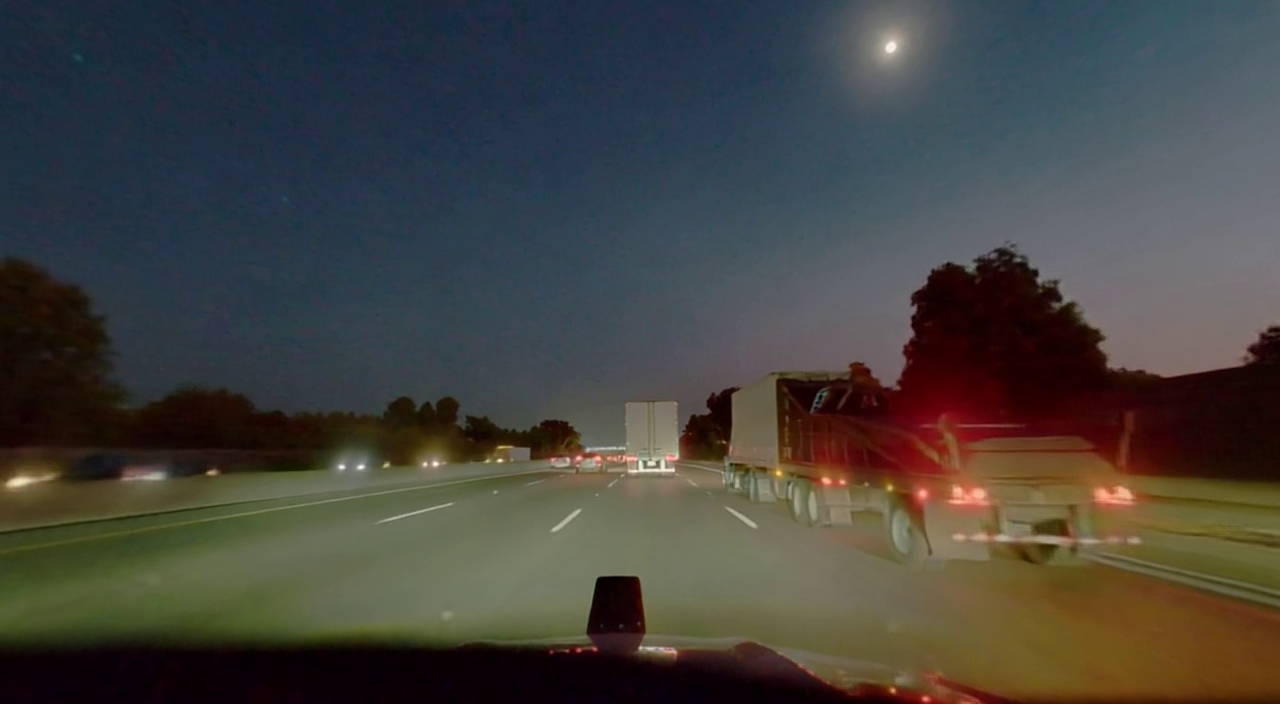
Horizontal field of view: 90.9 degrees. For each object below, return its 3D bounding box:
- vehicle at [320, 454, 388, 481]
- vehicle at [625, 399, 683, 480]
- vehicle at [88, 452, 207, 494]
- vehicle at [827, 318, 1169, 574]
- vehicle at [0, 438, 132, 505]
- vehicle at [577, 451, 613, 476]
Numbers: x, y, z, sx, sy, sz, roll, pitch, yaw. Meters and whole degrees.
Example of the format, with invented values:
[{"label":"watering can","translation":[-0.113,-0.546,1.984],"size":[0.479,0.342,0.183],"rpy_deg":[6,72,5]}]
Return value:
[{"label":"vehicle","translation":[-18.179,7.354,40.322],"size":[2.081,1.575,4.555],"rpy_deg":[0,-9,1]},{"label":"vehicle","translation":[0.672,5.333,37.853],"size":[2.875,4.056,12.312],"rpy_deg":[0,-9,0]},{"label":"vehicle","translation":[-21.848,5.338,28.213],"size":[1.894,1.678,4.245],"rpy_deg":[0,-9,0]},{"label":"vehicle","translation":[4.607,1.326,9.115],"size":[2.565,2.902,3.798],"rpy_deg":[0,-9,0]},{"label":"vehicle","translation":[-18.550,3.554,19.075],"size":[2.150,1.800,4.867],"rpy_deg":[0,-9,1]},{"label":"vehicle","translation":[-2.891,7.289,41.448],"size":[2.061,1.555,3.900],"rpy_deg":[0,-9,1]}]
